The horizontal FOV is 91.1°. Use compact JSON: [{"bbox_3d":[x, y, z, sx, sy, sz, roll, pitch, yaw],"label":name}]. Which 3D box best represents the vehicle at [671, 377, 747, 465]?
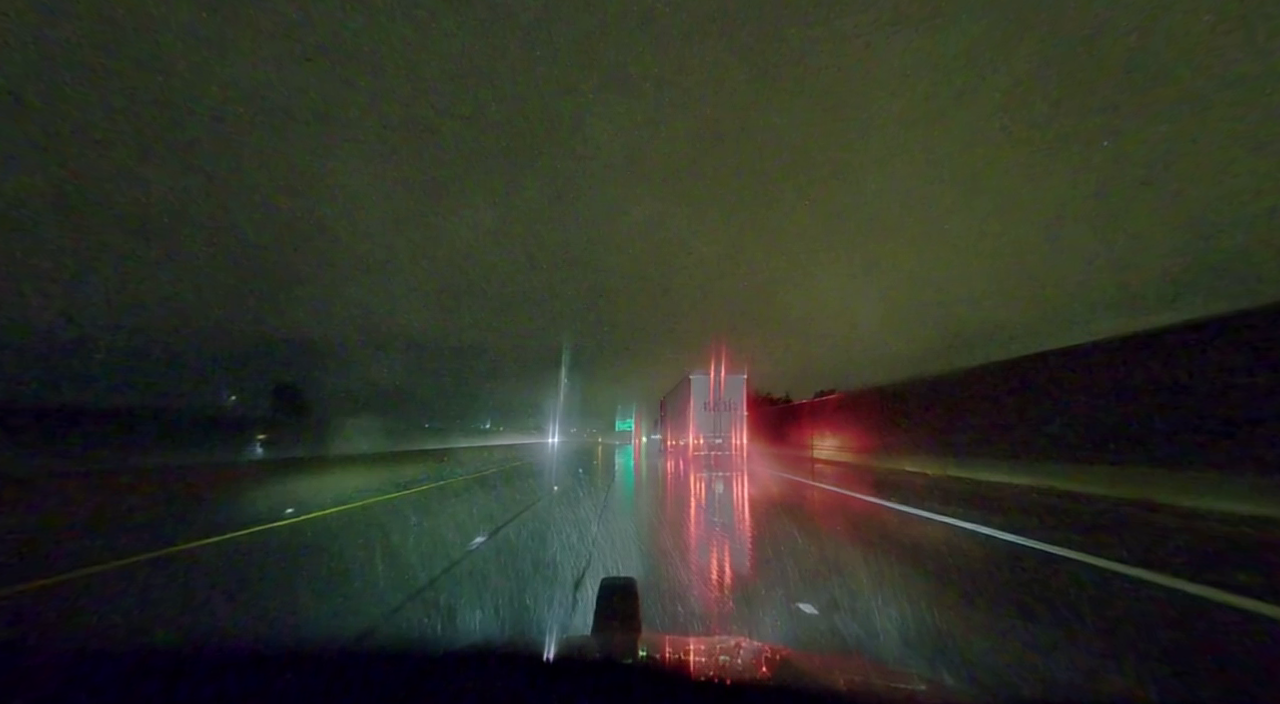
[{"bbox_3d":[3.399,3.770,33.434,2.880,3.986,9.103,0,-8,-1],"label":"vehicle"}]
